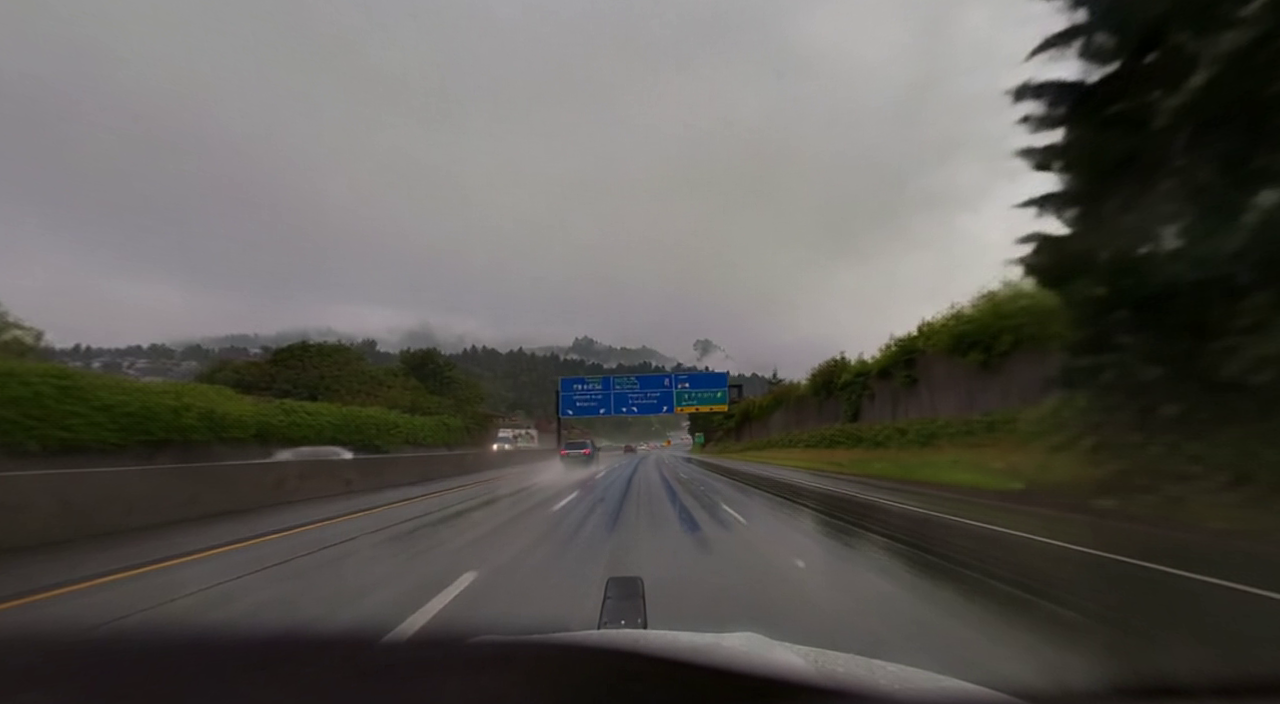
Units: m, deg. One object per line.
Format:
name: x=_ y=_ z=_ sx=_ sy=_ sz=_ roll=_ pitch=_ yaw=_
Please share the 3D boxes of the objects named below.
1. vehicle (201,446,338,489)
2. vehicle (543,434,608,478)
vehicle: x=-15.575 y=4.855 z=27.082 sx=1.988 sy=1.630 sz=6.400 roll=0 pitch=-9 yaw=0
vehicle: x=-2.578 y=4.317 z=26.295 sx=2.183 sy=1.662 sz=3.968 roll=0 pitch=-9 yaw=1
